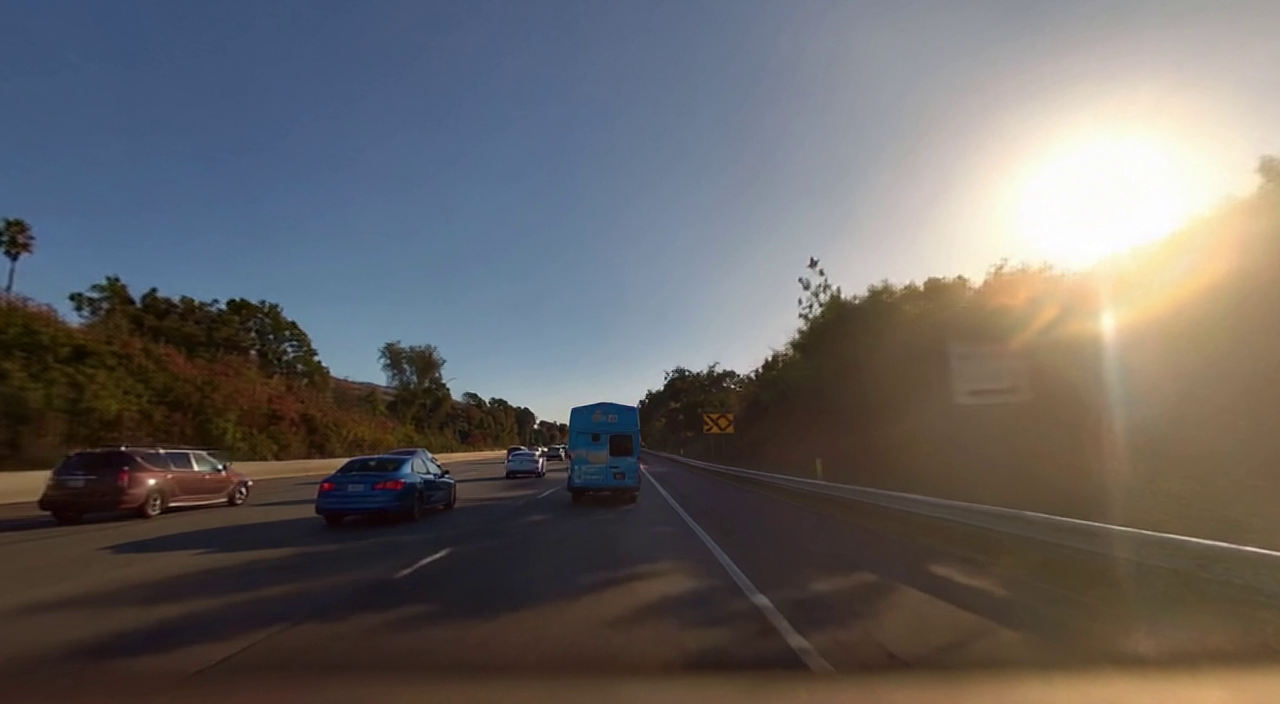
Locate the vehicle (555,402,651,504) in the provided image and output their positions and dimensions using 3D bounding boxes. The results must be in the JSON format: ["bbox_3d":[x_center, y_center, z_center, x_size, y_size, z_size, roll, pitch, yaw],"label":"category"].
[{"bbox_3d":[-0.959,2.943,18.534,2.394,2.556,5.232,0,-9,-1],"label":"vehicle"}]

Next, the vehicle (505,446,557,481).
[{"bbox_3d":[-5.063,5.195,29.549,1.872,1.480,3.545,0,-9,-1],"label":"vehicle"}]

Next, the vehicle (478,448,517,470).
[{"bbox_3d":[-10.098,7.613,44.861,1.886,1.462,4.084,0,-9,-1],"label":"vehicle"}]

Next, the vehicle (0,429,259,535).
[{"bbox_3d":[-9.564,2.352,11.919,2.010,1.621,4.252,0,-9,0],"label":"vehicle"}]

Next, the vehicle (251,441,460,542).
[{"bbox_3d":[-4.732,2.342,11.220,1.876,1.438,4.072,0,-9,-1],"label":"vehicle"}]
